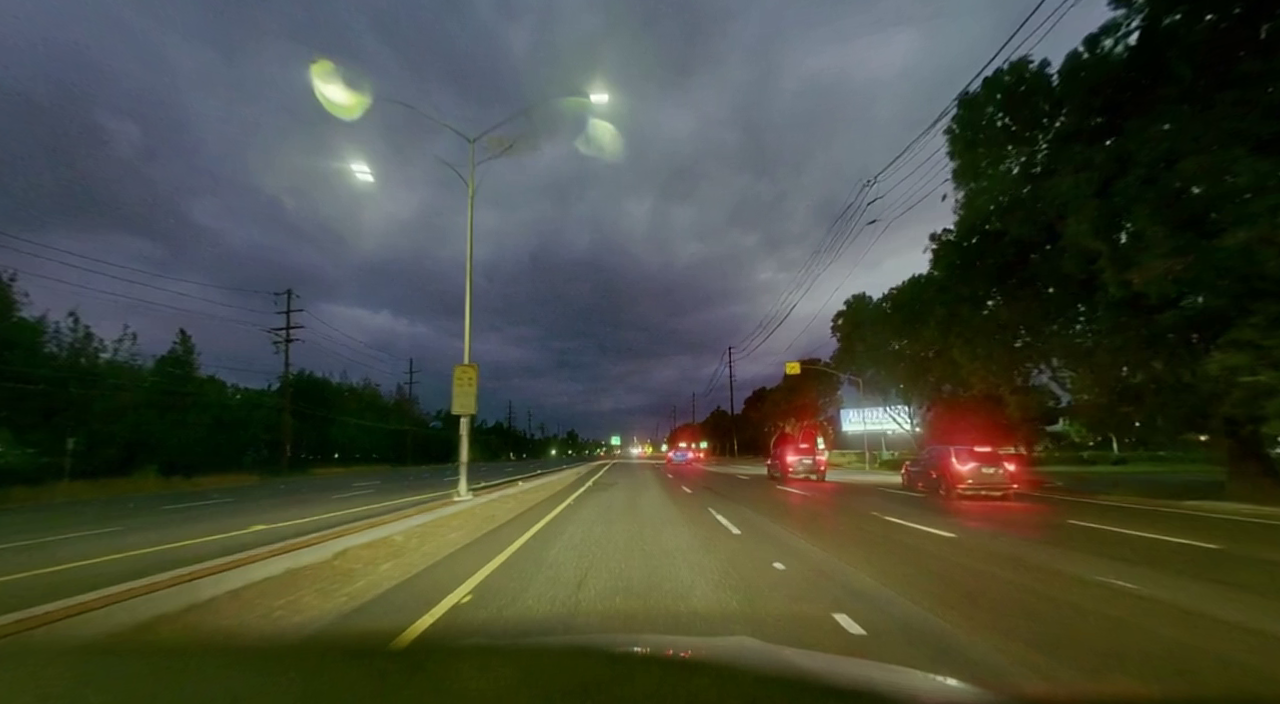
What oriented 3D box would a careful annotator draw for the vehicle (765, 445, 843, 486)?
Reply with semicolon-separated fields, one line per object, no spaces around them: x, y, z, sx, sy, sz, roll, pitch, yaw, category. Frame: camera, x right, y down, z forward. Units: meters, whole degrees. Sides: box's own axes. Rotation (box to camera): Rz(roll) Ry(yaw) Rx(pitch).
6.302;4.393;24.835;1.882;1.476;4.344;0;-8;-1;vehicle

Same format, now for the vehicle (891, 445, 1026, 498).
9.963;3.725;20.248;1.874;1.482;4.545;0;-8;-1;vehicle
